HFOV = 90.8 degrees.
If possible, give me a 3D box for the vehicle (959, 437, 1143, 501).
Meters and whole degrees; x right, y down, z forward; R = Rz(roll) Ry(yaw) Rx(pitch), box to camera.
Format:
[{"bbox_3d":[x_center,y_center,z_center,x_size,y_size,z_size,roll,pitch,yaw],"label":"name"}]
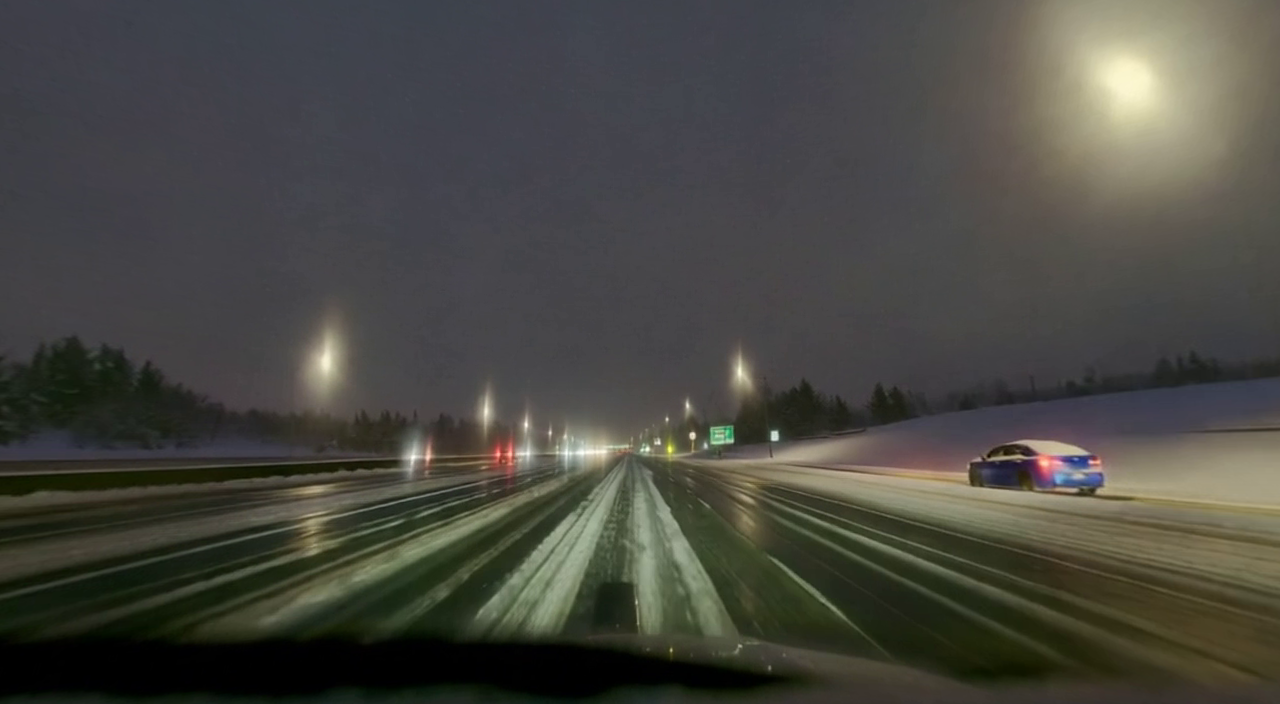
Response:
[{"bbox_3d":[10.996,3.141,17.419,1.985,1.493,4.486,0,-9,-1],"label":"vehicle"}]
